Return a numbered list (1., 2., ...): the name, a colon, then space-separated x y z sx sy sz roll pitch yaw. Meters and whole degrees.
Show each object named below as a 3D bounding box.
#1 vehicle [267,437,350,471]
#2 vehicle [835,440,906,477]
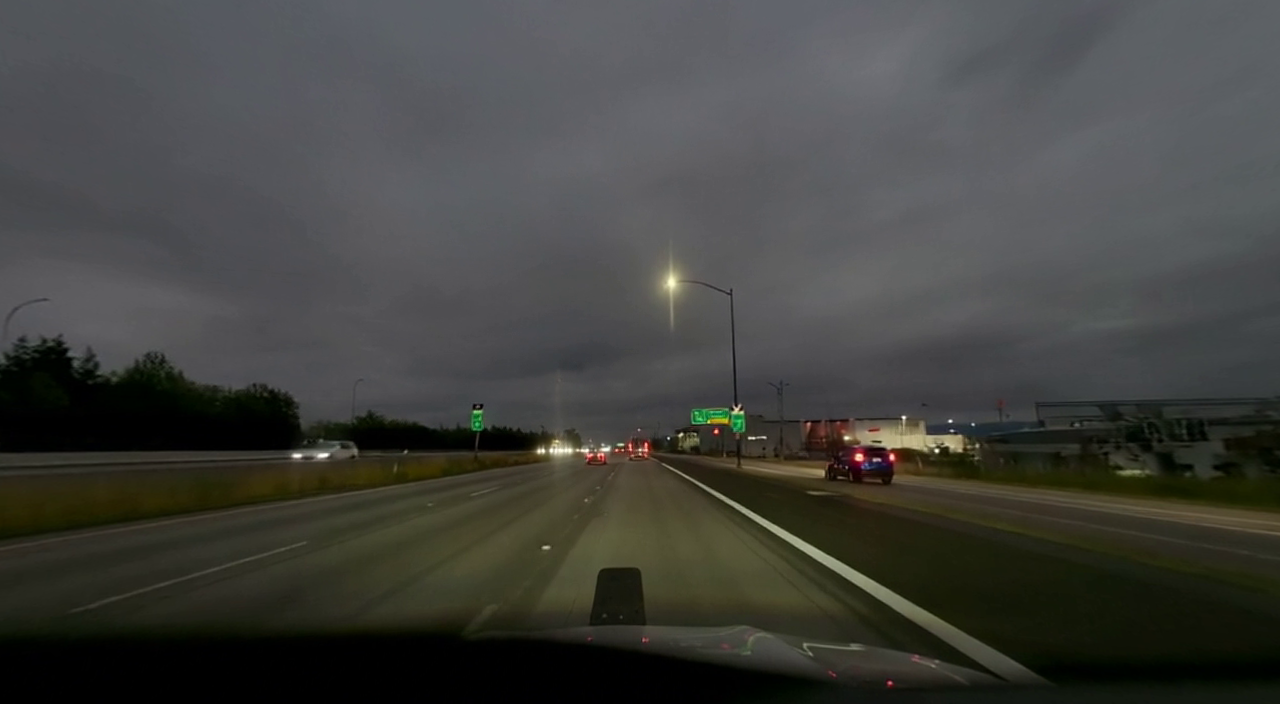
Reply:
1. vehicle: -19.278 5.951 37.024 2.107 1.810 5.134 0 -9 0
2. vehicle: 15.328 7.106 42.320 2.411 2.326 5.300 0 -9 -4
